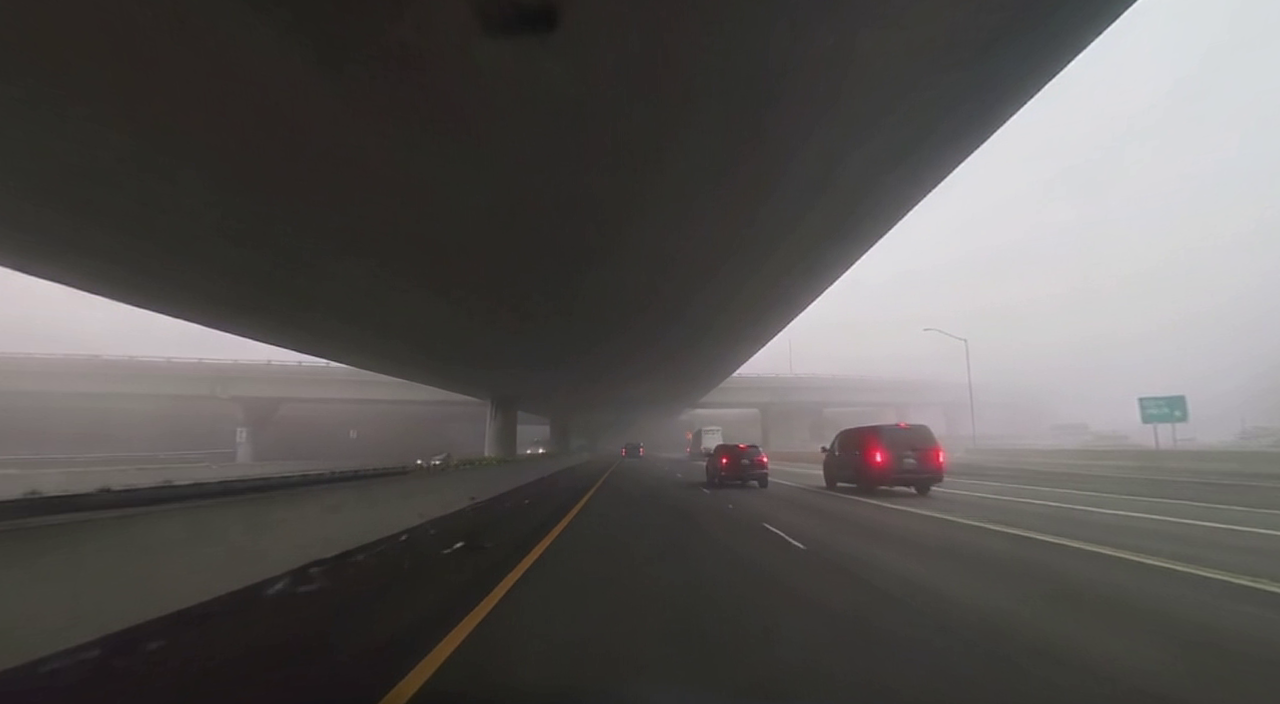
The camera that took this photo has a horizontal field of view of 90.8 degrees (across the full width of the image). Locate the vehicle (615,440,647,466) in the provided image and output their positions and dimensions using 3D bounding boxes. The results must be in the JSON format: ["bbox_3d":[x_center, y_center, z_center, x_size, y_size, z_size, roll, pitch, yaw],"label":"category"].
[{"bbox_3d":[-0.689,7.418,46.483,2.256,1.743,4.189,0,-9,-1],"label":"vehicle"}]

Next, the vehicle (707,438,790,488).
[{"bbox_3d":[3.812,3.984,23.064,2.005,1.585,4.863,0,-9,-2],"label":"vehicle"}]

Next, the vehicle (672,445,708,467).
[{"bbox_3d":[3.403,7.240,44.084,1.967,1.423,4.503,0,-9,-2],"label":"vehicle"}]

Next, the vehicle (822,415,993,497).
[{"bbox_3d":[7.655,3.084,19.067,2.448,2.042,5.959,0,-9,-1],"label":"vehicle"}]
